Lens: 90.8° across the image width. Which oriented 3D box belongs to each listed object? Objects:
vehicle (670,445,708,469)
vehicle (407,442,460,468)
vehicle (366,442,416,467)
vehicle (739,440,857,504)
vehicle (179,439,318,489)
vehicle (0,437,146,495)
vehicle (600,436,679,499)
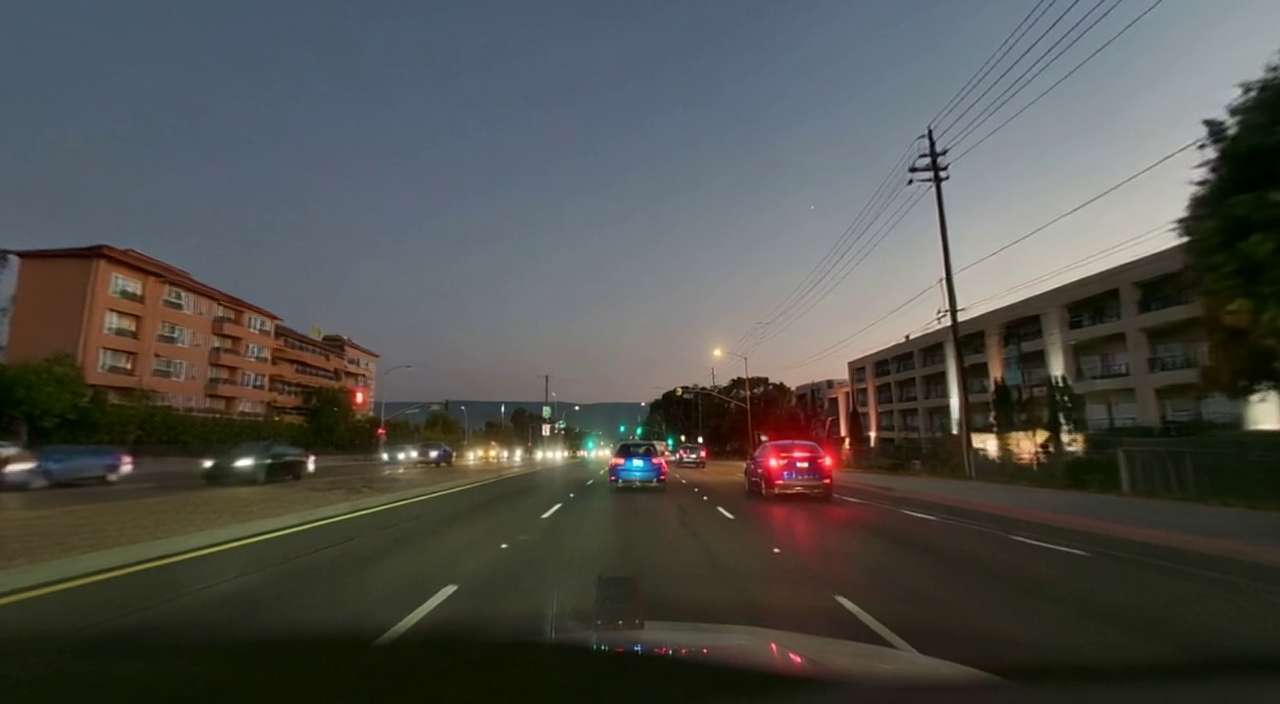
[{"bbox_3d":[3.193,6.900,41.610,2.054,1.461,4.321,0,-8,-1],"label":"vehicle"},{"bbox_3d":[-13.674,6.864,42.207,1.982,1.639,4.553,0,-8,0],"label":"vehicle"},{"bbox_3d":[-17.869,7.329,45.512,1.822,1.695,4.329,0,-8,-1],"label":"vehicle"},{"bbox_3d":[4.194,3.249,17.610,2.086,1.534,4.351,0,-8,-1],"label":"vehicle"},{"bbox_3d":[-13.479,3.863,22.177,1.981,1.572,4.575,0,-8,-1],"label":"vehicle"},{"bbox_3d":[-17.153,3.255,18.437,1.873,1.459,4.447,0,-8,0],"label":"vehicle"},{"bbox_3d":[-0.056,3.302,18.477,2.073,1.606,3.933,0,-8,-1],"label":"vehicle"}]
